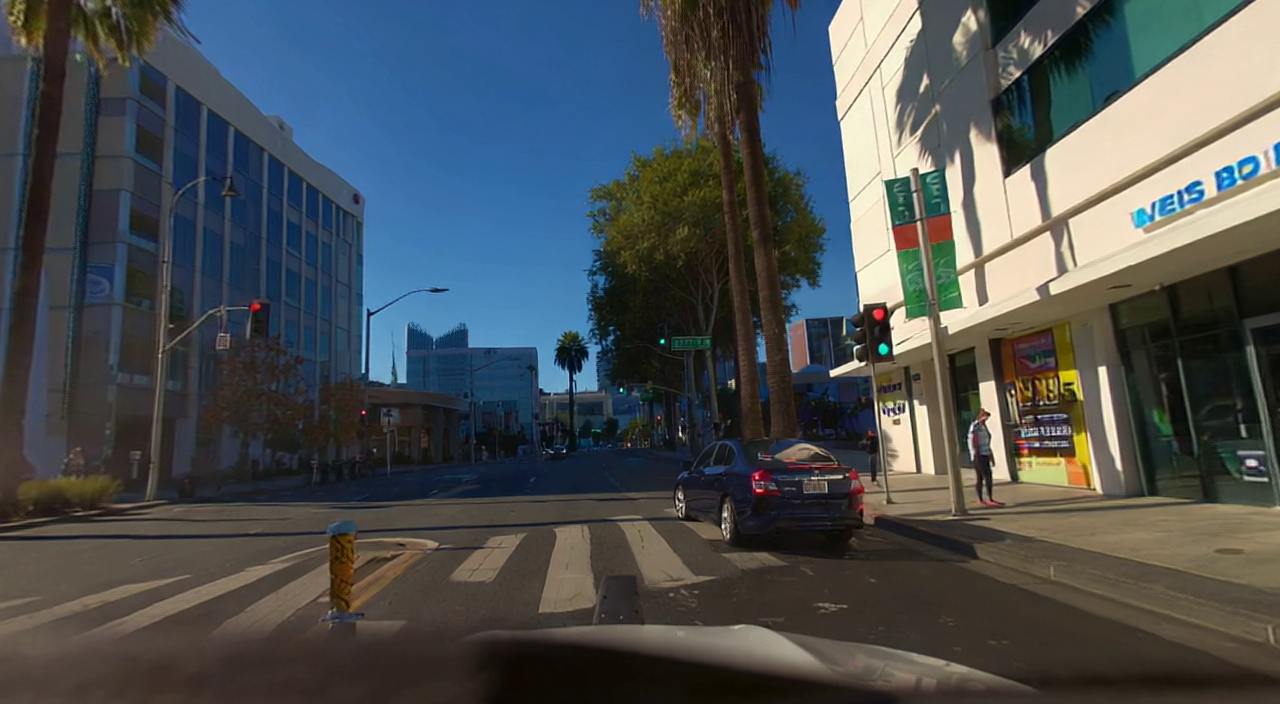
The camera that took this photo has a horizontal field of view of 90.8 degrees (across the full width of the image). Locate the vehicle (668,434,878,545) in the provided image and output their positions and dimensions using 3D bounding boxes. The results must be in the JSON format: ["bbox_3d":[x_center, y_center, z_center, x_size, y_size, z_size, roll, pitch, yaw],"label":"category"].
[{"bbox_3d":[1.925,2.196,10.934,2.090,1.466,4.676,1,-8,-7],"label":"vehicle"}]
